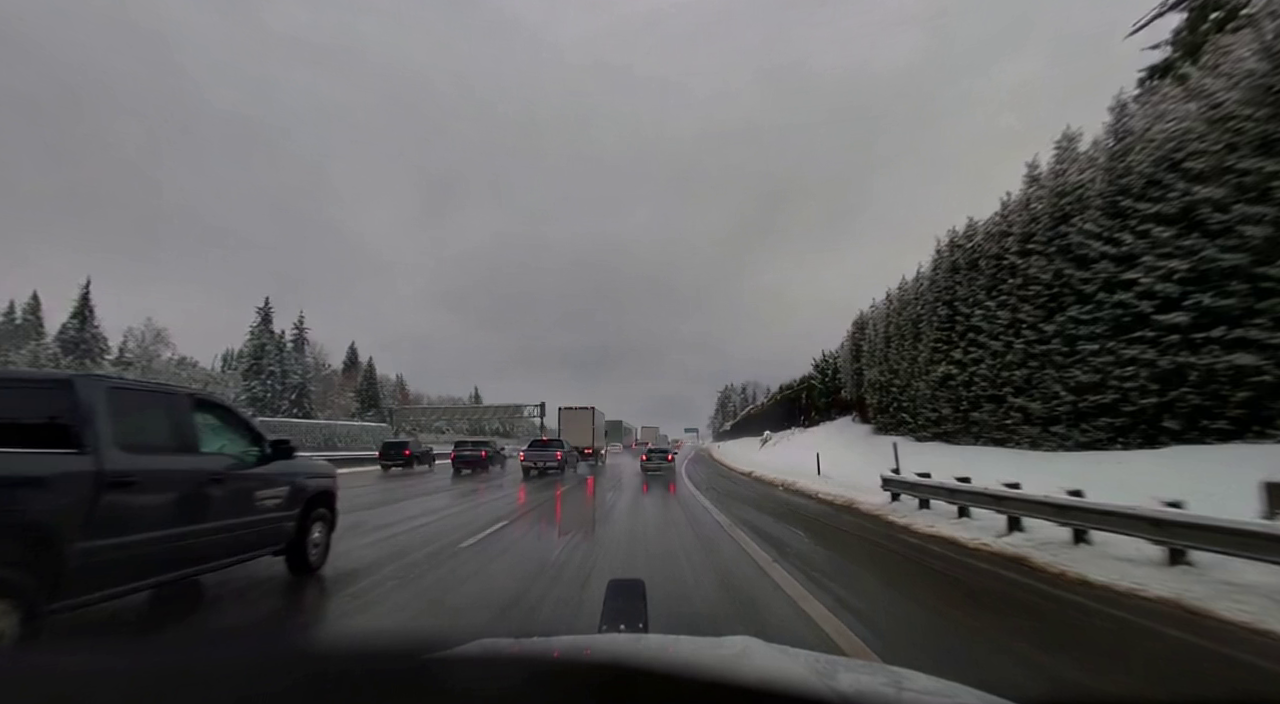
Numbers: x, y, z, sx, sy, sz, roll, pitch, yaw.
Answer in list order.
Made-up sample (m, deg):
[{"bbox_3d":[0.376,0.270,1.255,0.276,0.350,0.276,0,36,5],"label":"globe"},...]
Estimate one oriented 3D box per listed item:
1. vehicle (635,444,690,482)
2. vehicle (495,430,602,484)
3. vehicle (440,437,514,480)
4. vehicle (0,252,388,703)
[{"bbox_3d":[0.973,4.665,26.884,2.176,1.493,3.955,0,-8,2],"label":"vehicle"},{"bbox_3d":[-3.797,4.951,30.626,3.050,1.964,15.030,0,-8,0],"label":"vehicle"},{"bbox_3d":[-7.262,4.800,28.616,2.039,1.769,4.552,0,-8,2],"label":"vehicle"},{"bbox_3d":[-4.007,0.762,3.144,2.724,2.170,6.508,0,-8,1],"label":"vehicle"}]
